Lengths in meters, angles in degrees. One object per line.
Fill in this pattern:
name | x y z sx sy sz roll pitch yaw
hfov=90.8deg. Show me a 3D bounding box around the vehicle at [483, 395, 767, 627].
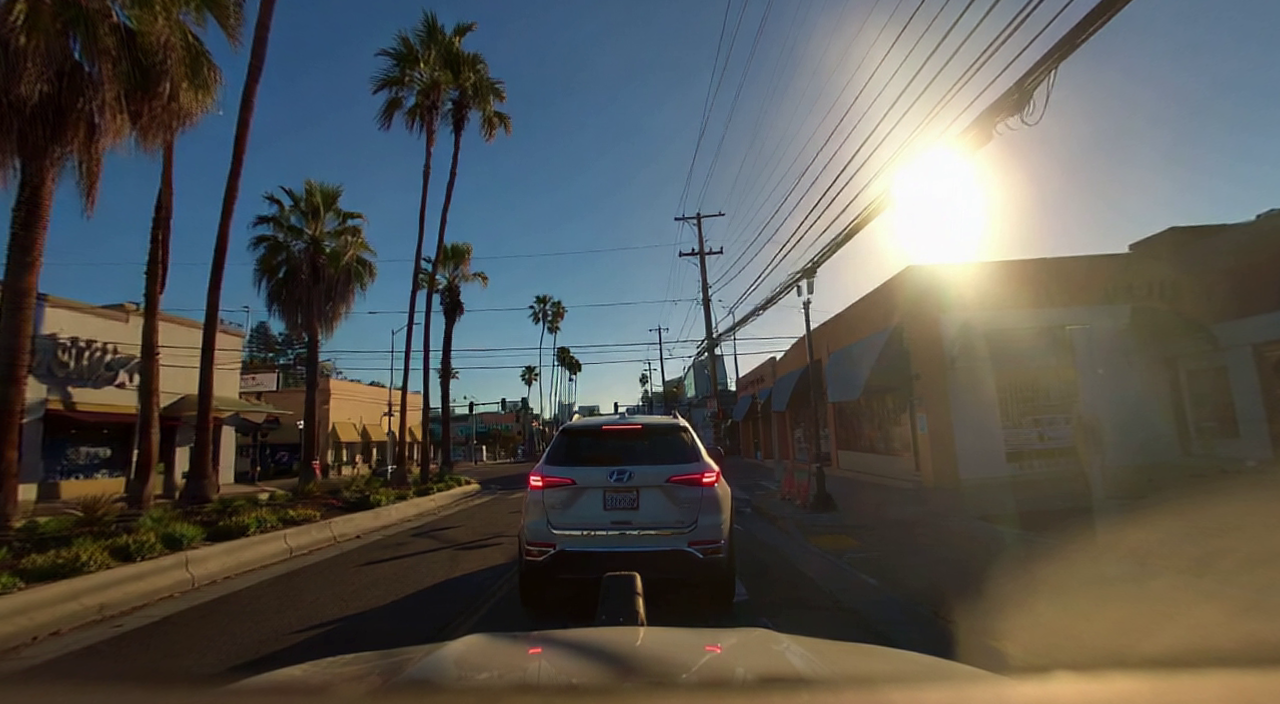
vehicle | -0.190 1.454 6.665 2.105 1.702 3.750 0 -8 -3
